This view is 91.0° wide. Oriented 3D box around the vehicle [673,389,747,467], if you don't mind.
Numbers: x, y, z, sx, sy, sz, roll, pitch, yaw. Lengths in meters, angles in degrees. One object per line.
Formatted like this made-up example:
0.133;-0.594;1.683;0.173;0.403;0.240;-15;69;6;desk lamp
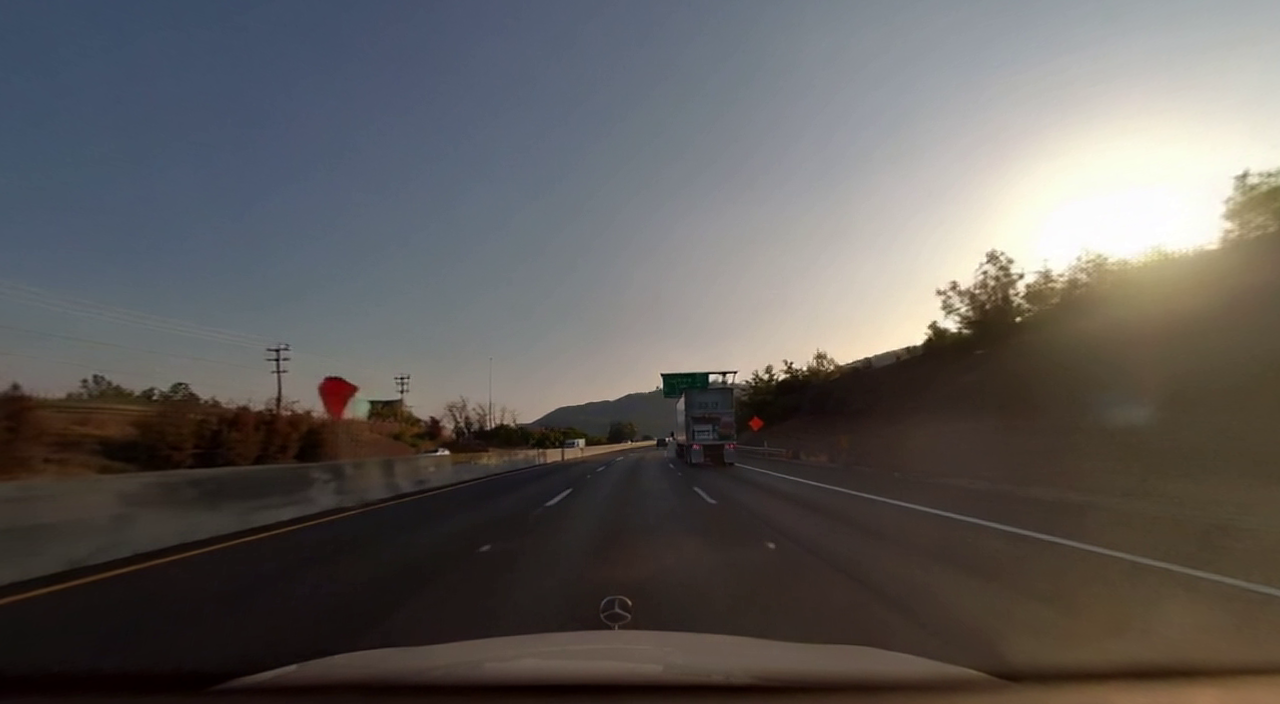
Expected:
4.097;5.049;40.783;2.960;4.099;14.097;0;-8;-1;vehicle
